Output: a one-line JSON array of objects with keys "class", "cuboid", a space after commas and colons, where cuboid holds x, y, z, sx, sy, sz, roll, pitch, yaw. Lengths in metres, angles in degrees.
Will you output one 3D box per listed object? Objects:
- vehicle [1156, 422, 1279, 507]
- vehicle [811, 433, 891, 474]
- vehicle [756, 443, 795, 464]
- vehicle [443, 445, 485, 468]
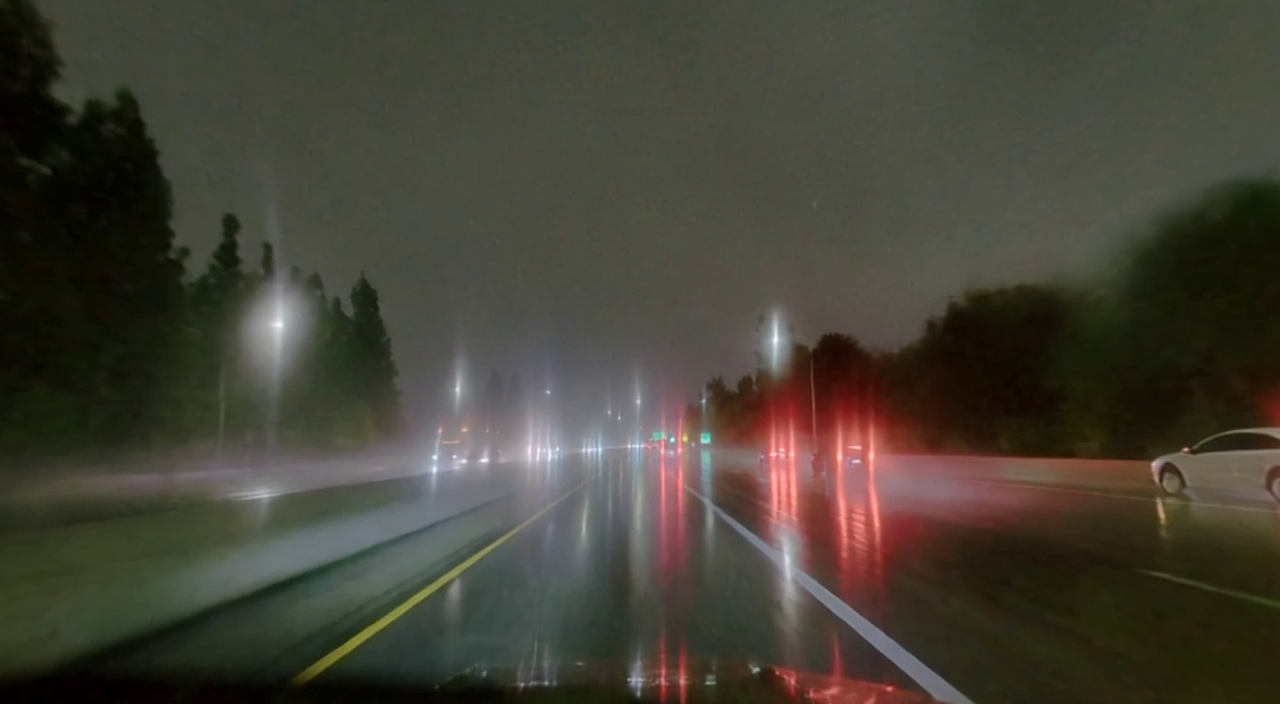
[{"class": "vehicle", "cuboid": [14.011, 2.403, 13.640, 1.957, 1.709, 4.387, 0, -9, -1]}, {"class": "vehicle", "cuboid": [9.961, 4.838, 30.255, 2.098, 1.820, 4.505, 0, -9, -2]}, {"class": "vehicle", "cuboid": [10.299, 7.758, 48.367, 1.931, 1.479, 4.183, 0, -9, -2]}, {"class": "vehicle", "cuboid": [-12.995, 7.705, 46.840, 1.936, 1.573, 4.320, 0, -9, -1]}]
